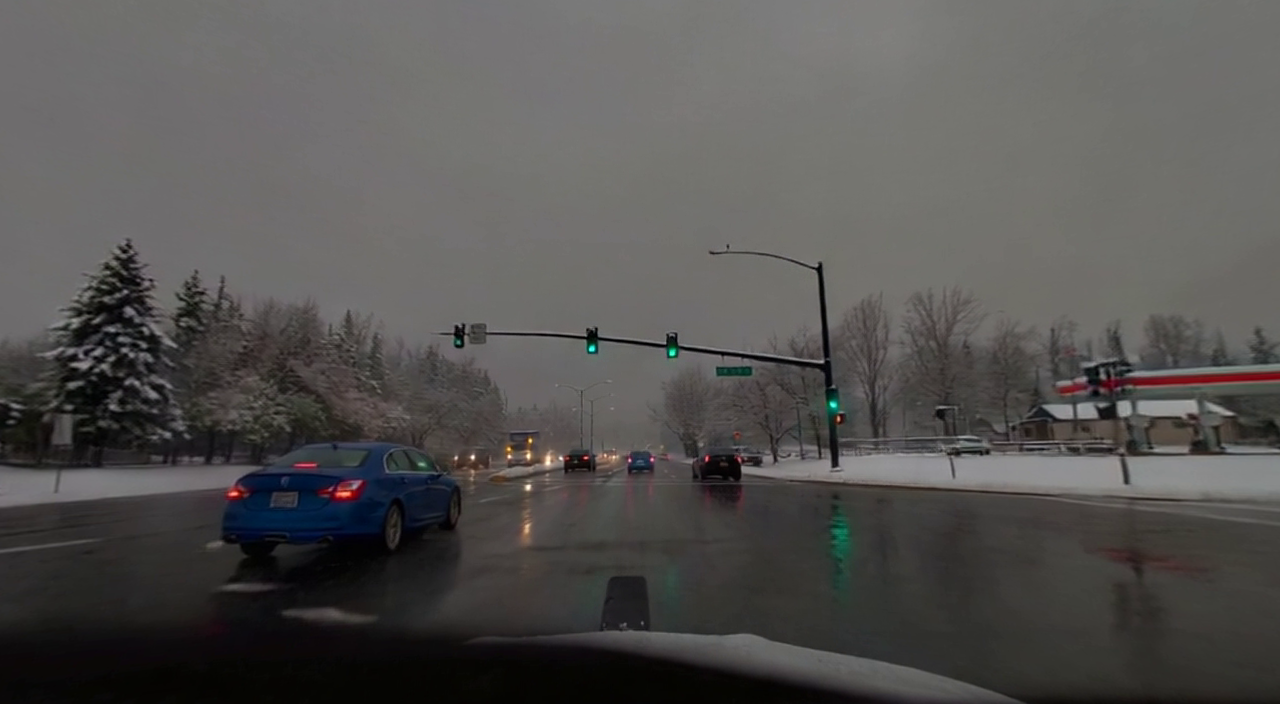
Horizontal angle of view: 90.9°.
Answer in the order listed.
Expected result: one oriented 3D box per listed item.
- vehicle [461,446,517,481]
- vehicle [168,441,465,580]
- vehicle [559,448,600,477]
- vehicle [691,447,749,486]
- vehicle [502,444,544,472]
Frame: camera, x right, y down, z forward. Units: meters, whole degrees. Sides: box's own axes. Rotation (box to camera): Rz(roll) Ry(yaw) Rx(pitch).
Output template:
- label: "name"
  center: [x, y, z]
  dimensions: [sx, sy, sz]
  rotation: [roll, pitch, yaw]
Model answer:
- label: "vehicle"
  center: [-8.262, 6.106, 34.919]
  dimensions: [1.922, 1.660, 4.332]
  rotation: [-3, -8, 2]
- label: "vehicle"
  center: [-4.105, 2.035, 9.031]
  dimensions: [1.803, 1.463, 4.422]
  rotation: [0, -8, 2]
- label: "vehicle"
  center: [-3.330, 6.174, 35.480]
  dimensions: [1.841, 1.474, 4.038]
  rotation: [0, -8, 1]
- label: "vehicle"
  center: [3.266, 4.766, 26.504]
  dimensions: [1.883, 1.465, 3.975]
  rotation: [0, -8, -1]
- label: "vehicle"
  center: [-8.475, 7.709, 46.316]
  dimensions: [2.370, 1.909, 5.431]
  rotation: [0, -8, -4]
